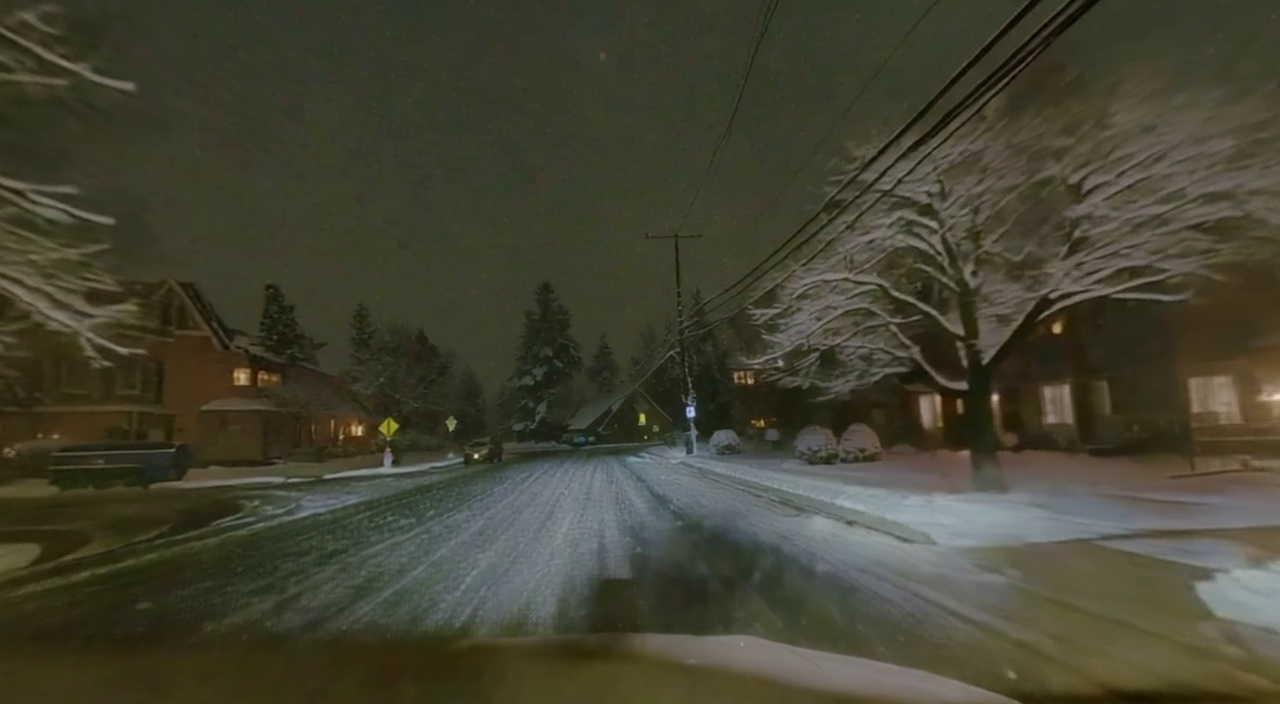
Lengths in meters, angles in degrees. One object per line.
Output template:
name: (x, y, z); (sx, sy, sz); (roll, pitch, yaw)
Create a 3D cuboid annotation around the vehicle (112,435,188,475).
vehicle: (-24.344, 5.119, 31.604); (1.973, 1.787, 5.045); (4, -9, -27)

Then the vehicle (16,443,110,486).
vehicle: (-24.945, 4.822, 27.473); (1.883, 1.687, 3.908); (4, -9, -26)

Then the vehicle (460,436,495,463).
vehicle: (-10.573, 6.379, 41.408); (1.994, 1.656, 4.334); (2, -9, -12)
